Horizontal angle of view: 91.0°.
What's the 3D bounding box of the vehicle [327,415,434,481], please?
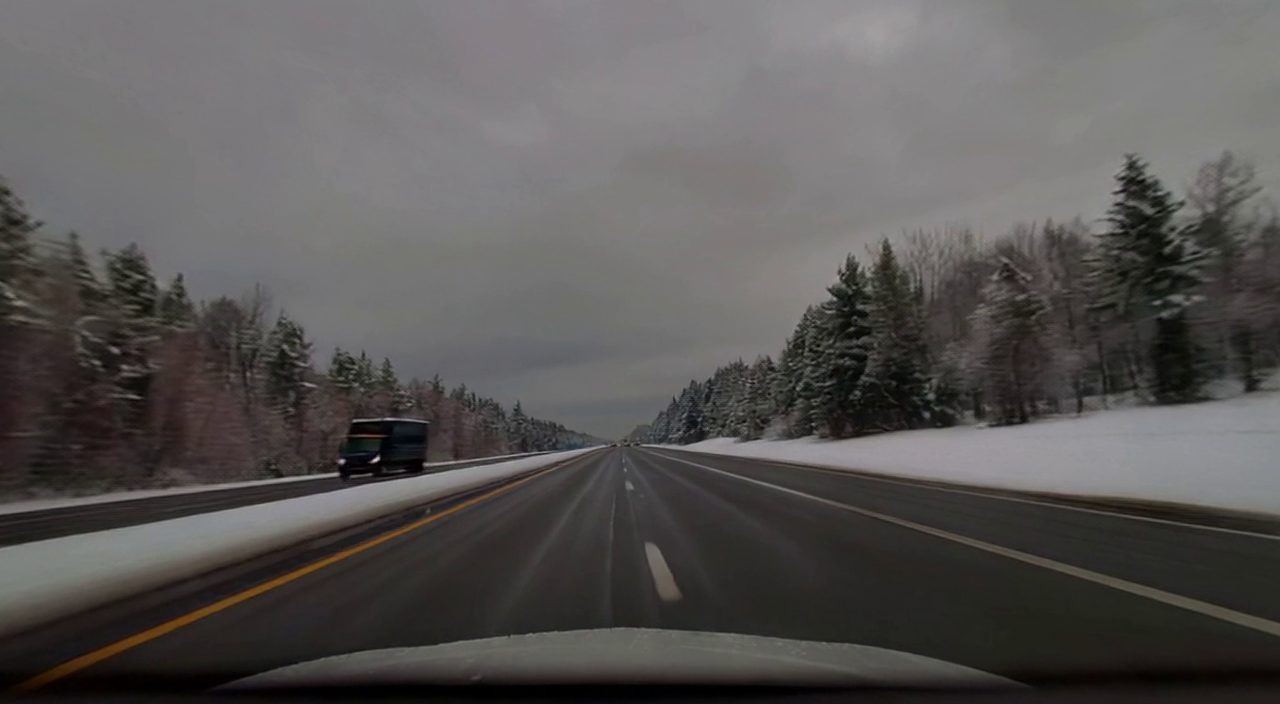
[{"bbox_3d":[-16.024,6.039,39.921,2.767,3.576,10.408,0,-8,-3],"label":"vehicle"}]
